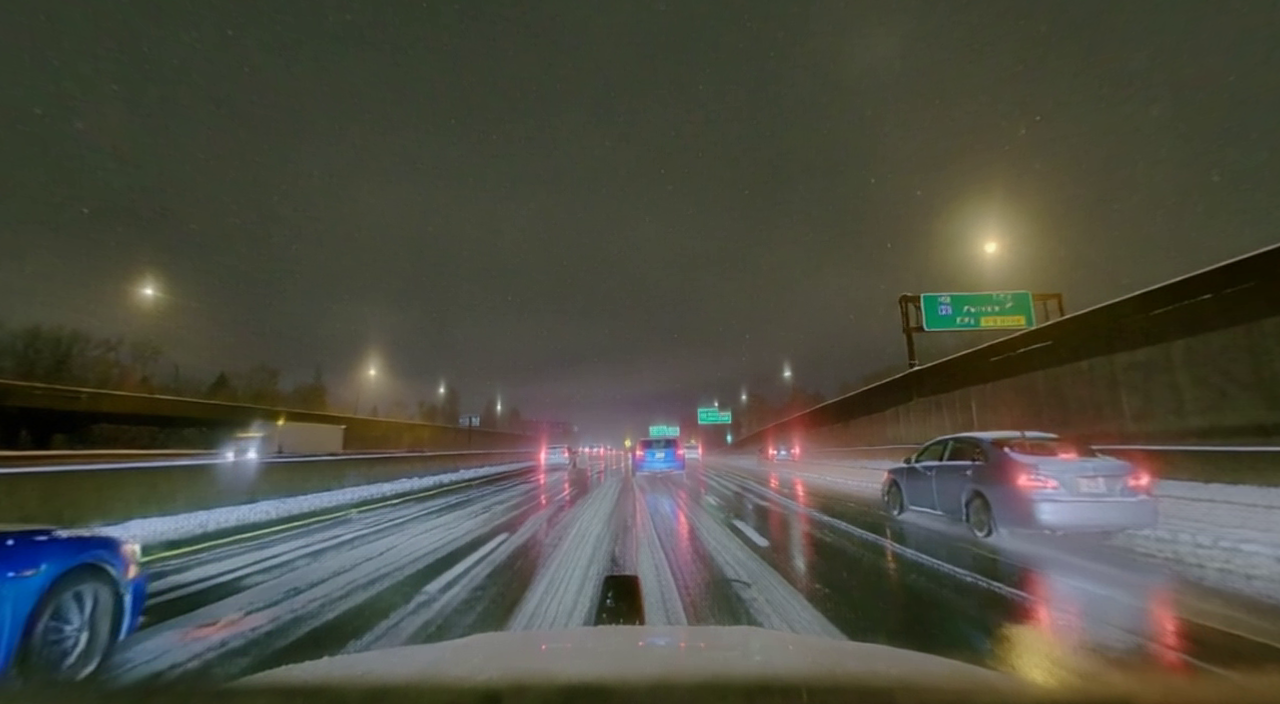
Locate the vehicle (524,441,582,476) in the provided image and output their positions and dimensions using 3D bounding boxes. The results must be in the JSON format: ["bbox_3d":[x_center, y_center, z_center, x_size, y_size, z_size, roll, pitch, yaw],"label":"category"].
[{"bbox_3d":[-3.926,4.881,29.156,2.031,1.491,4.145,0,-8,1],"label":"vehicle"}]

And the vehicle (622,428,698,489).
[{"bbox_3d":[0.549,3.423,20.539,2.202,1.748,4.158,0,-8,-1],"label":"vehicle"}]

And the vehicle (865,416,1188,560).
[{"bbox_3d":[5.299,1.910,9.571,2.055,1.656,4.370,0,-8,-1],"label":"vehicle"}]

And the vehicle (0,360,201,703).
[{"bbox_3d":[-3.940,0.706,1.777,2.160,1.639,4.431,0,-9,0],"label":"vehicle"}]
